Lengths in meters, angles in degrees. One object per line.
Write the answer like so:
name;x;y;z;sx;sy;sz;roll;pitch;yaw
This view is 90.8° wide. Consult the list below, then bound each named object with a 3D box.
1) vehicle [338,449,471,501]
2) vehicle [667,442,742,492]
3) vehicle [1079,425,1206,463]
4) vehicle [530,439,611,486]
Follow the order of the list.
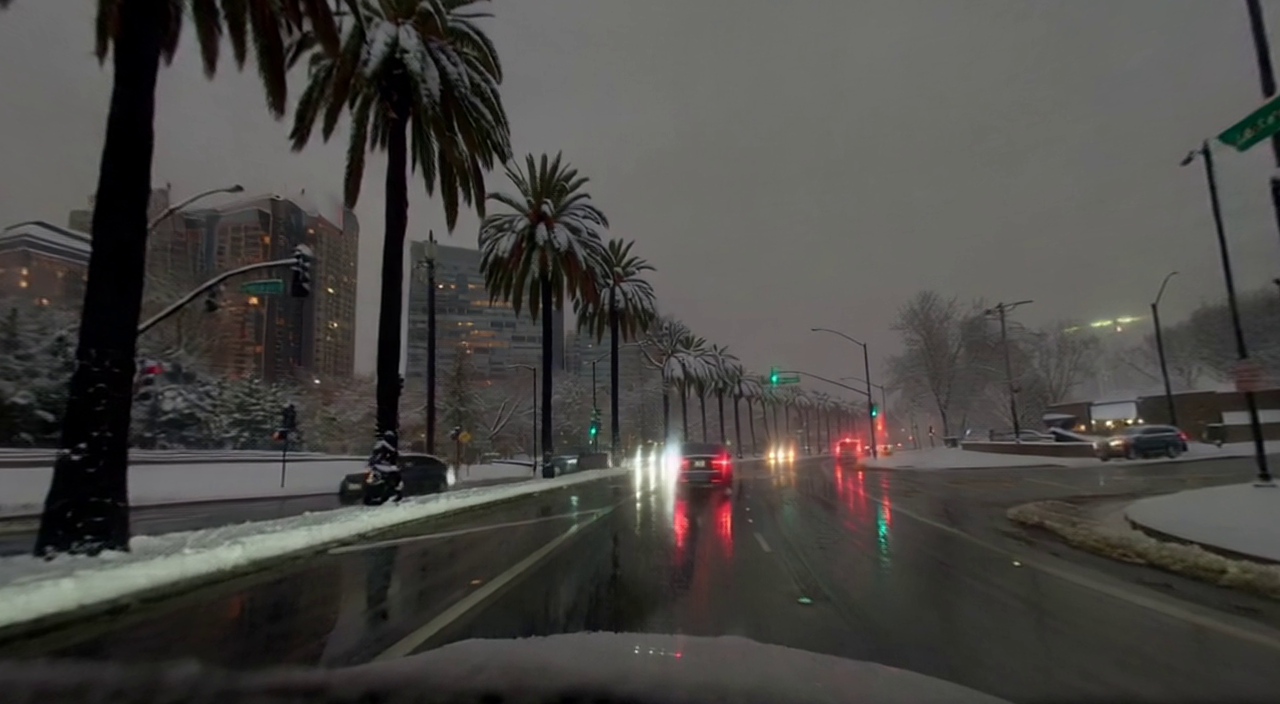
vehicle;-7.489;3.943;20.694;2.012;1.467;4.592;-1;-9;9
vehicle;2.288;3.826;21.393;2.096;1.492;4.071;-2;-9;11
vehicle;25.741;4.722;32.421;5.049;1.861;2.081;1;-9;-9
vehicle;-2.728;4.508;26.018;2.013;1.746;4.366;-2;-9;12
